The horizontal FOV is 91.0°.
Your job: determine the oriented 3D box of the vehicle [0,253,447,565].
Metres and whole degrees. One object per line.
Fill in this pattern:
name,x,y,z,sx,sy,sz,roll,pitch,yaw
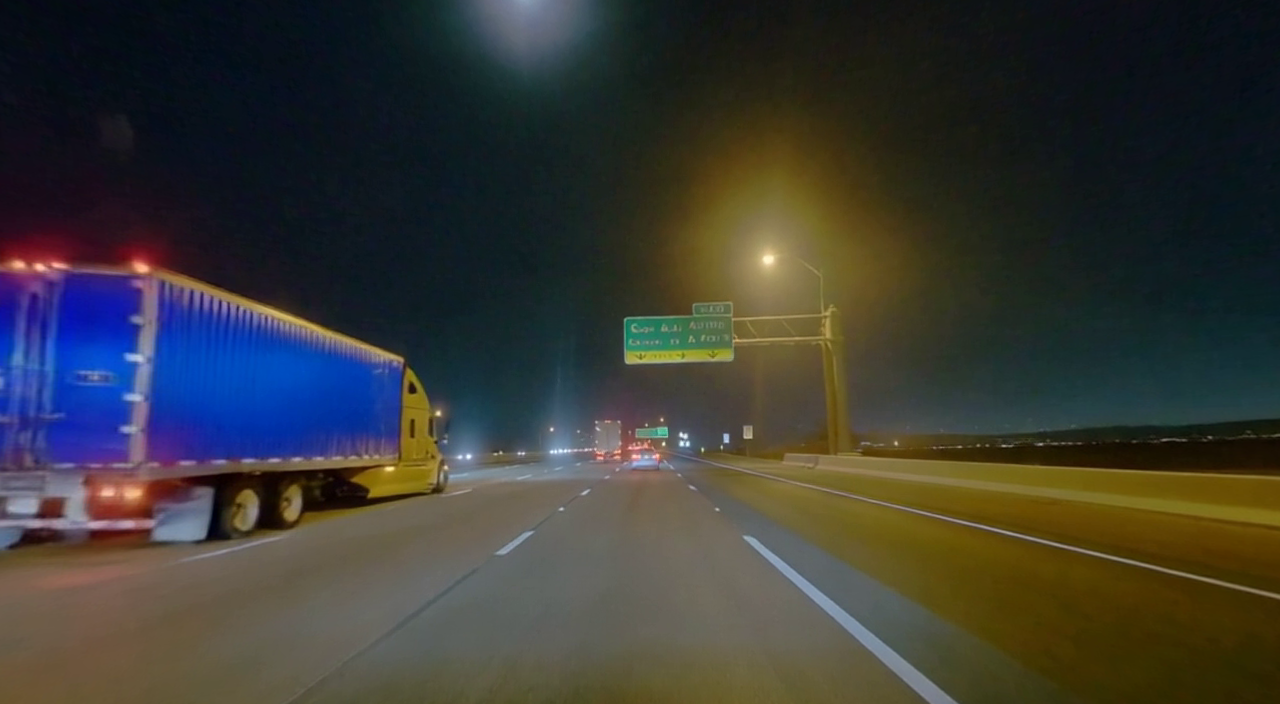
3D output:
vehicle,-7.411,1.471,13.205,3.067,3.804,11.136,0,-9,1

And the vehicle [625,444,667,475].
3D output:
vehicle,0.249,5.596,33.029,2.066,1.469,4.050,0,-9,-1
